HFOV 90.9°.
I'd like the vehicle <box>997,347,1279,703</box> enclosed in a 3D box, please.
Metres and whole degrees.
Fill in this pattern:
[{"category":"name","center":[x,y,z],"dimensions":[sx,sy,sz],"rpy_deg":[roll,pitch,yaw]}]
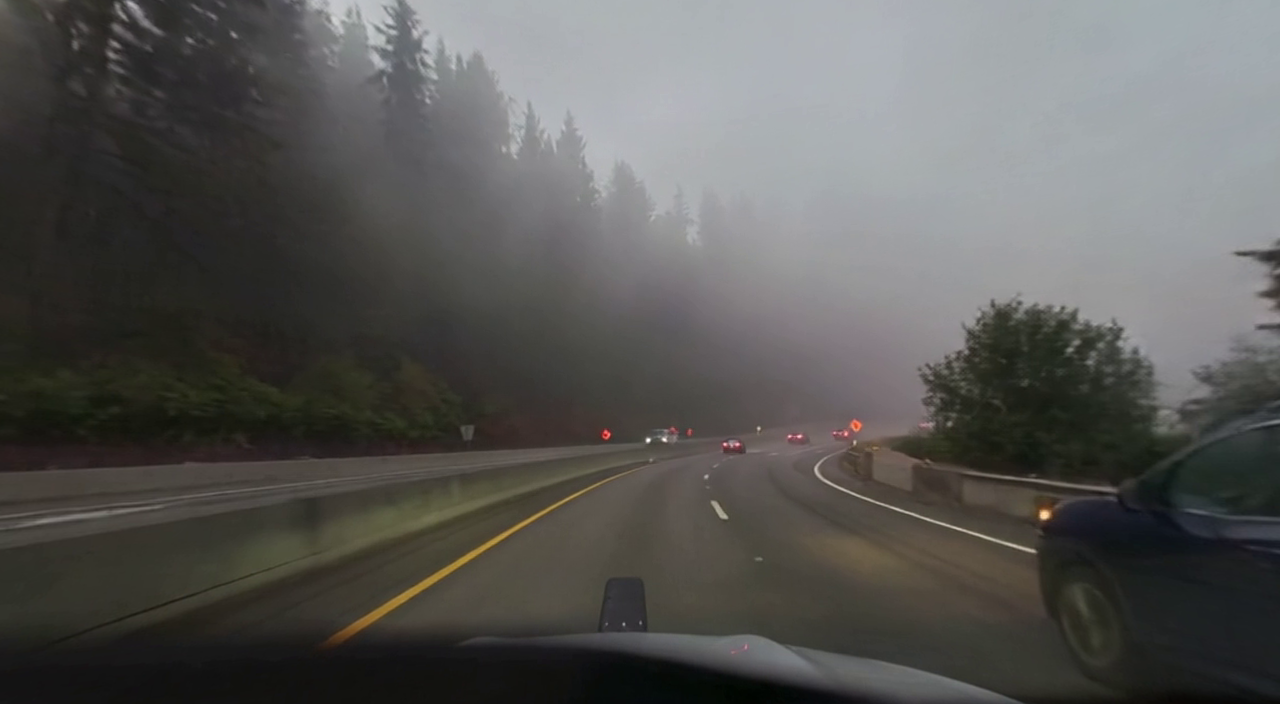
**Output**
[{"category":"vehicle","center":[3.715,0.812,2.425],"dimensions":[2.112,1.708,4.380],"rpy_deg":[0,-8,0]}]
